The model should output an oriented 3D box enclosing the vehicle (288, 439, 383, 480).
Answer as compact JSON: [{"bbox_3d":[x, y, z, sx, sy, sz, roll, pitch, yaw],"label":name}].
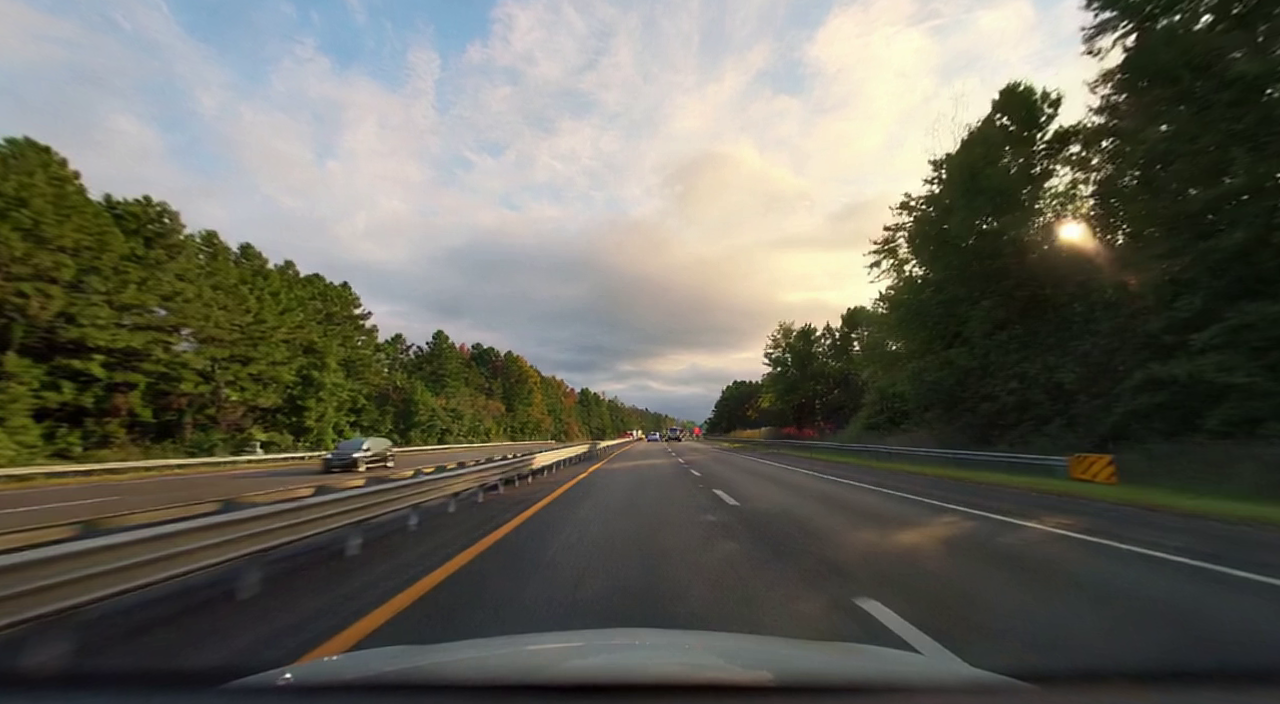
[{"bbox_3d":[-11.679,4.102,24.436,1.783,1.422,3.720,0,-8,0],"label":"vehicle"}]
